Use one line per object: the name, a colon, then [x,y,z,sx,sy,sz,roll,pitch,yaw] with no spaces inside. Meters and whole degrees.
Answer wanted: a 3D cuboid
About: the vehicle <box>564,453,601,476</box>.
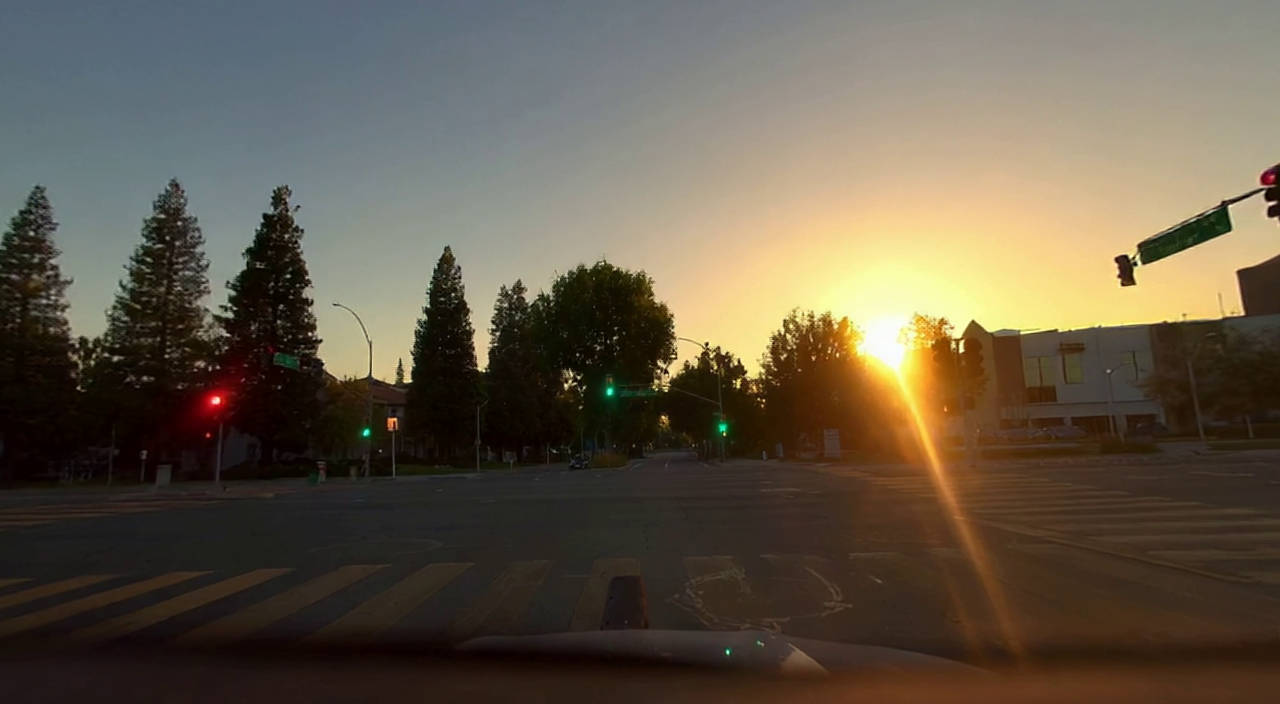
vehicle: [-4.474,8.844,49.823,2.030,1.704,4.205,-1,-8,7]
